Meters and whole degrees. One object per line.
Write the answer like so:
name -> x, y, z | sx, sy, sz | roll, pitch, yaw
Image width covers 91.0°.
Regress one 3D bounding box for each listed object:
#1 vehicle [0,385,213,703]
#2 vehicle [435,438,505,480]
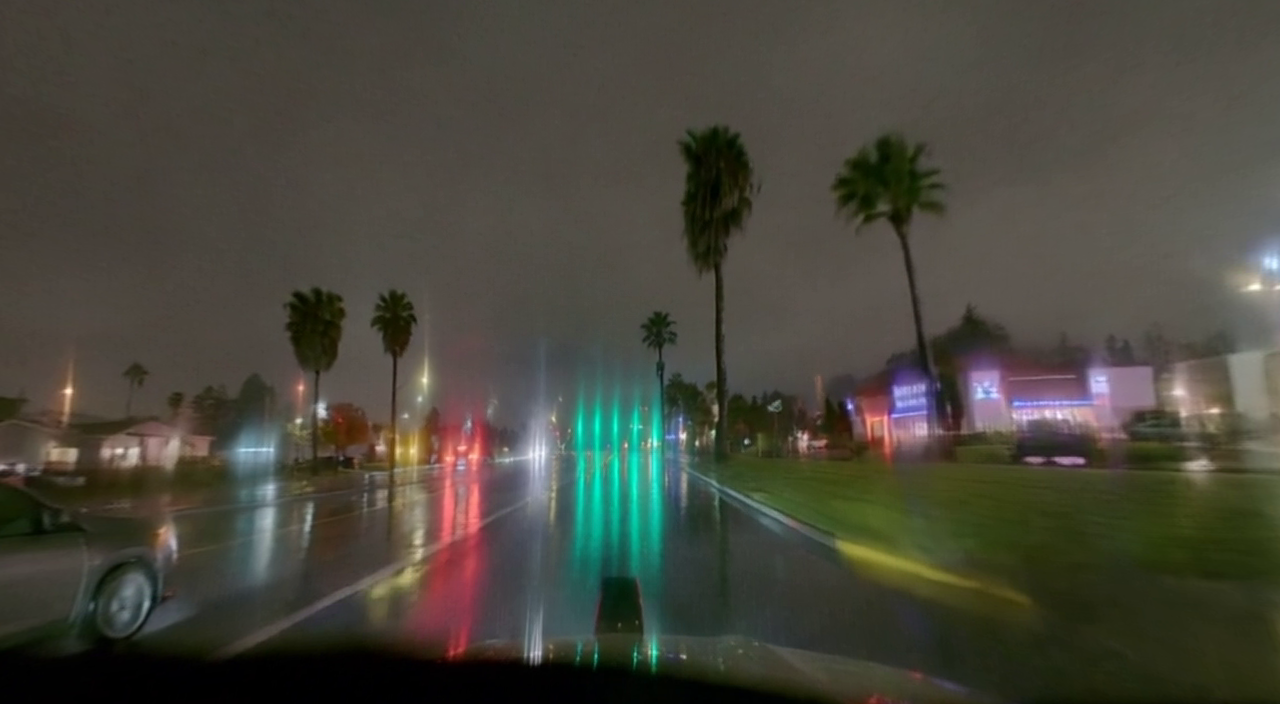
vehicle -> -4.317, 0.937, 2.717 | 2.041, 1.666, 4.182 | 0, -8, -1
vehicle -> -7.955, 5.026, 29.906 | 2.136, 1.844, 4.363 | 0, -8, -1
